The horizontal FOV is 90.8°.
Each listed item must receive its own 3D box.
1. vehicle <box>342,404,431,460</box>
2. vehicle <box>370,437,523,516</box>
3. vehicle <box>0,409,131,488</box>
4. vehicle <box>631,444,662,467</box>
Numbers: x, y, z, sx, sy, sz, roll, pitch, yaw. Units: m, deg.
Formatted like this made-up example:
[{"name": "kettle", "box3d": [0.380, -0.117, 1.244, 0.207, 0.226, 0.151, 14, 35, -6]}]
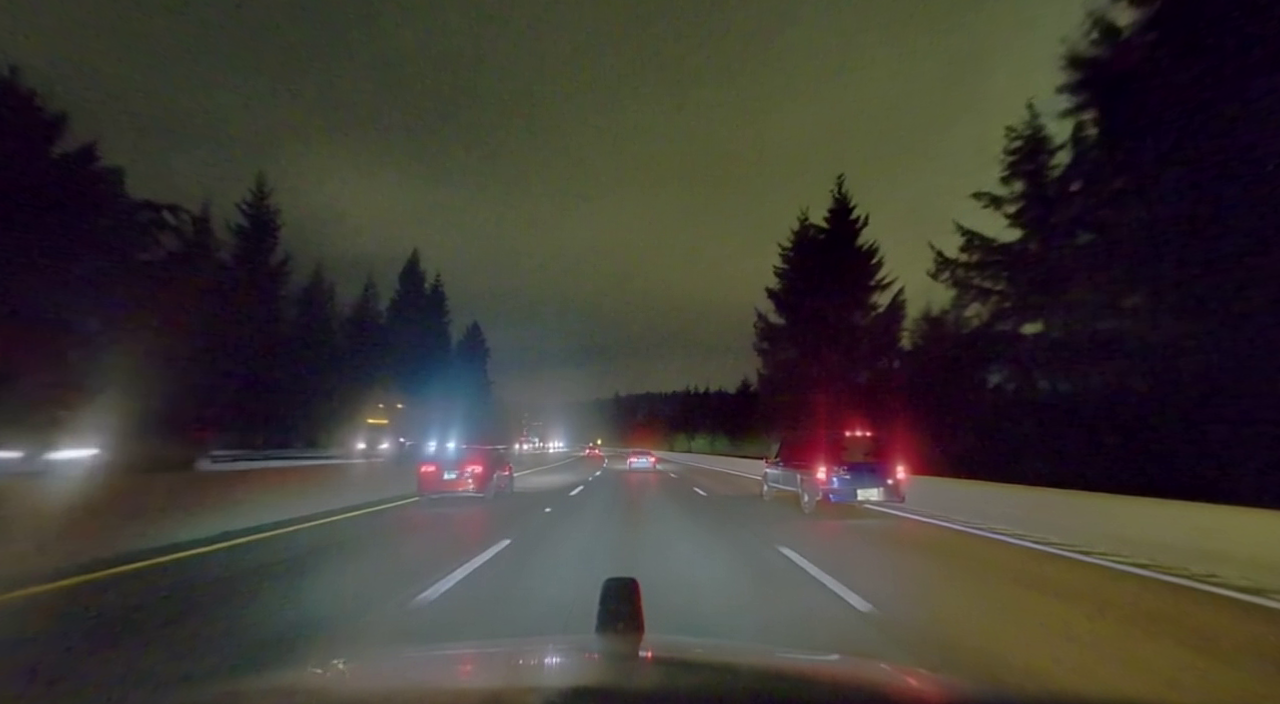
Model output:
[{"name": "vehicle", "box3d": [-17.215, 5.581, 43.488, 2.847, 3.475, 7.687, 0, -9, 0]}, {"name": "vehicle", "box3d": [-4.146, 2.745, 14.432, 2.054, 1.500, 4.469, 0, -8, 0]}, {"name": "vehicle", "box3d": [-12.762, 1.895, 12.328, 1.894, 1.443, 4.425, 0, -9, 0]}, {"name": "vehicle", "box3d": [0.403, 7.318, 44.683, 2.008, 1.499, 3.192, 0, -9, -2]}]
